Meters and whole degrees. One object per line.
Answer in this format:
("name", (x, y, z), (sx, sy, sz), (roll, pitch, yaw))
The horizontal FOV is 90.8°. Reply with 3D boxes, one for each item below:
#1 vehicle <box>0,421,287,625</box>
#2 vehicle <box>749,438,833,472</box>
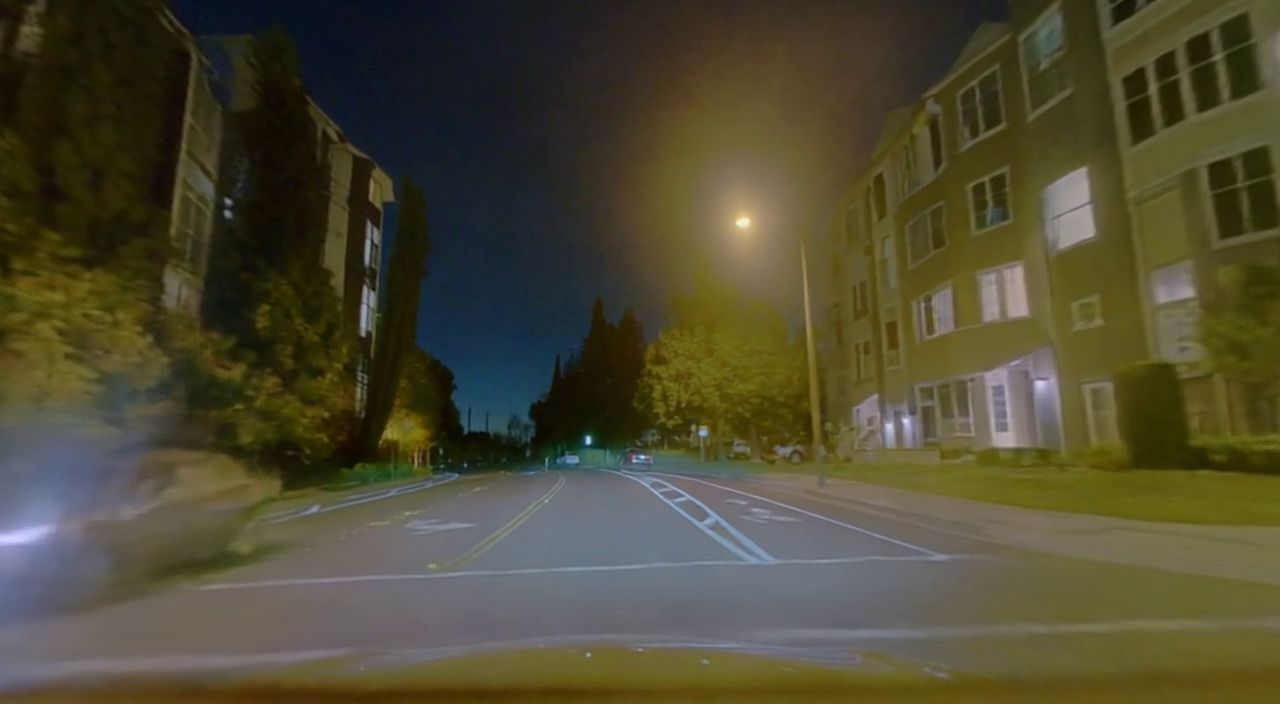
("vehicle", (-6.862, 1.867, 7.867), (2.247, 1.801, 4.672), (0, -9, -1))
("vehicle", (9.694, 6.646, 40.740), (4.697, 1.861, 2.126), (1, -12, -16))
